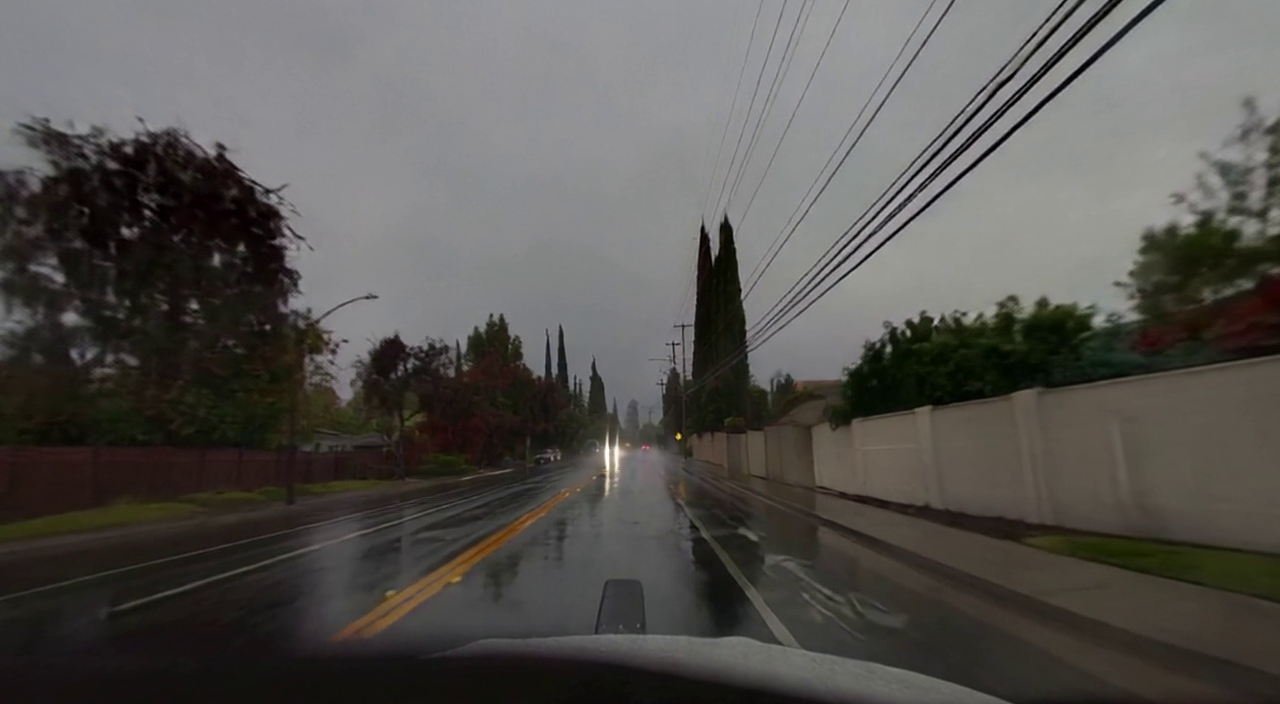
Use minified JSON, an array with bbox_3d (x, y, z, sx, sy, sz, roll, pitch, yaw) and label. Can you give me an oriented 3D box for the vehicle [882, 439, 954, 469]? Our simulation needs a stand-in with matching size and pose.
[{"bbox_3d":[14.672,5.375,33.620,1.810,1.470,4.551,0,-8,0],"label":"vehicle"}]
